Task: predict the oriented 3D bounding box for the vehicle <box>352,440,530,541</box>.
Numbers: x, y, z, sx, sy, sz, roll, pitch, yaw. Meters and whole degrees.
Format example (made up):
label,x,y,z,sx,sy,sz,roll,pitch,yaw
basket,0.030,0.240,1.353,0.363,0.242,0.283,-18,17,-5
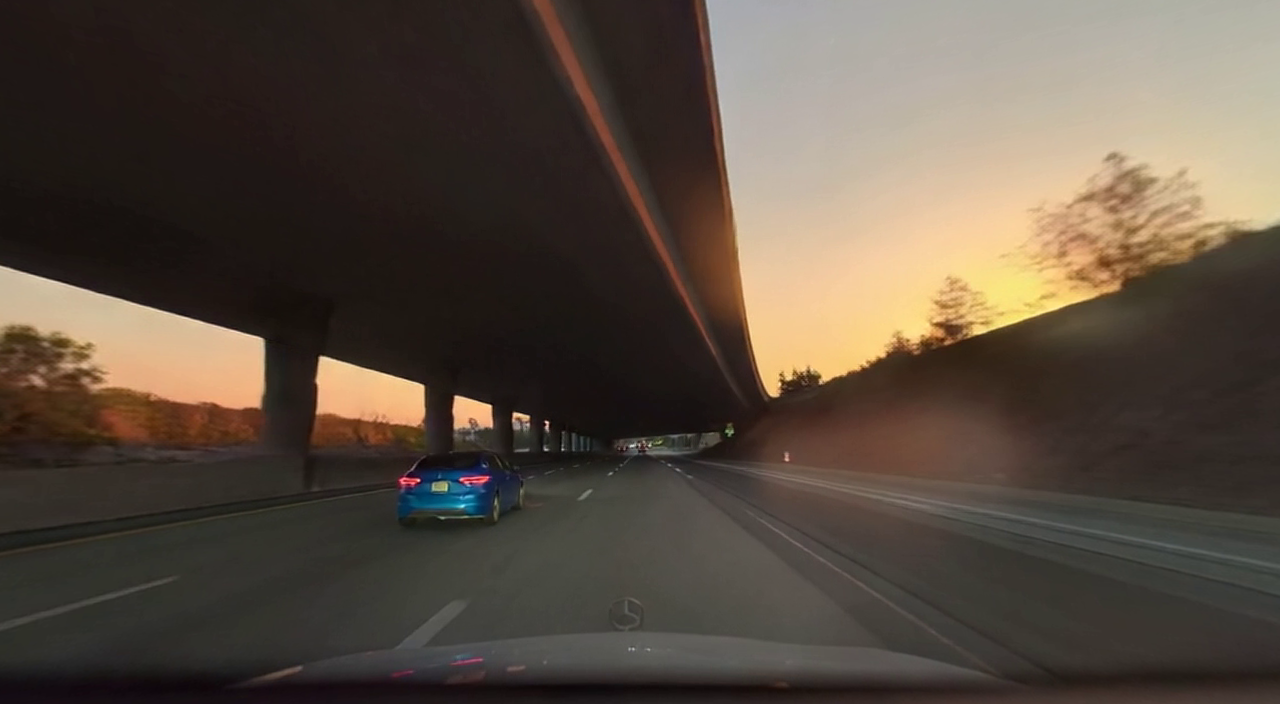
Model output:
label,x,y,z,sx,sy,sz,roll,pitch,yaw
vehicle,-3.311,2.357,11.360,1.935,1.479,3.787,0,-9,0
